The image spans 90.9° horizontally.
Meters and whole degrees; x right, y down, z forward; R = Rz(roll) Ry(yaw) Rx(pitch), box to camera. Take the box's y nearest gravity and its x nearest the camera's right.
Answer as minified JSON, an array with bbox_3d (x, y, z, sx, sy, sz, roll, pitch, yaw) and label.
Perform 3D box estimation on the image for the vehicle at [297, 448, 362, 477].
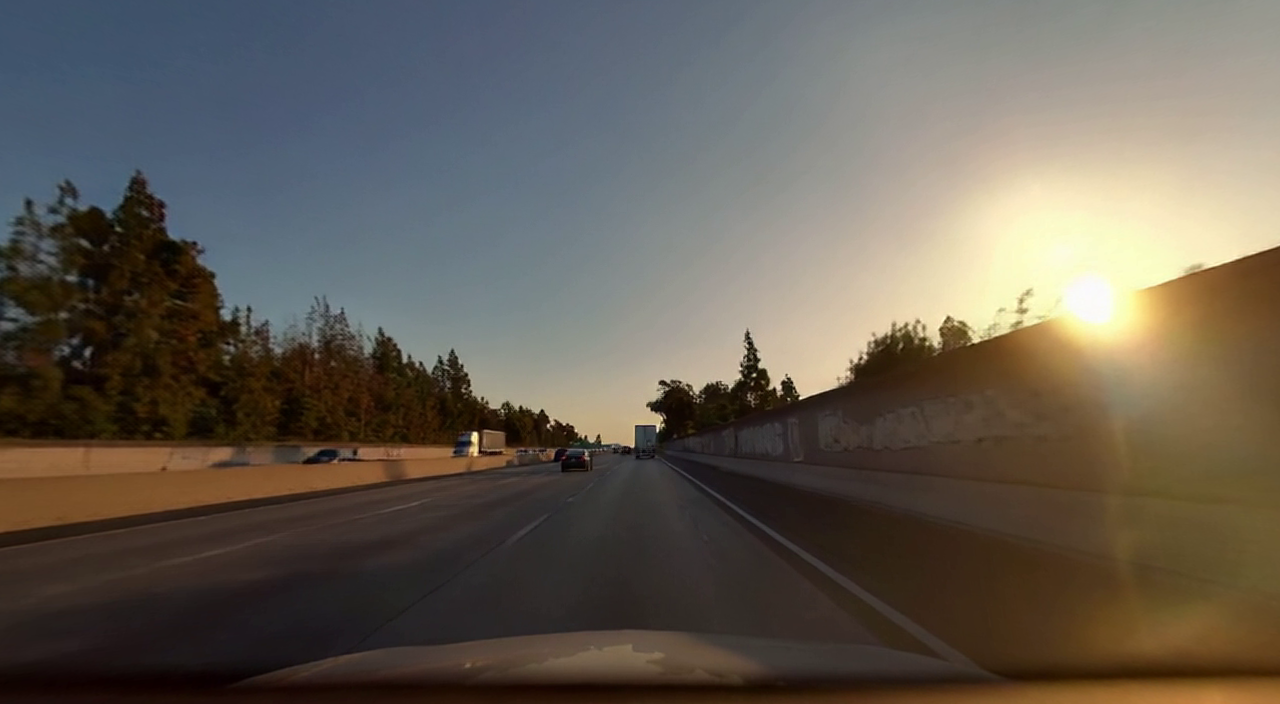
[{"bbox_3d":[-21.869,7.757,44.617,2.061,1.935,4.754,0,-9,1],"label":"vehicle"}]

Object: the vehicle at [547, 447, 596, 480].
[{"bbox_3d":[-3.216,5.340,30.497,1.803,1.466,4.509,0,-9,1],"label":"vehicle"}]
